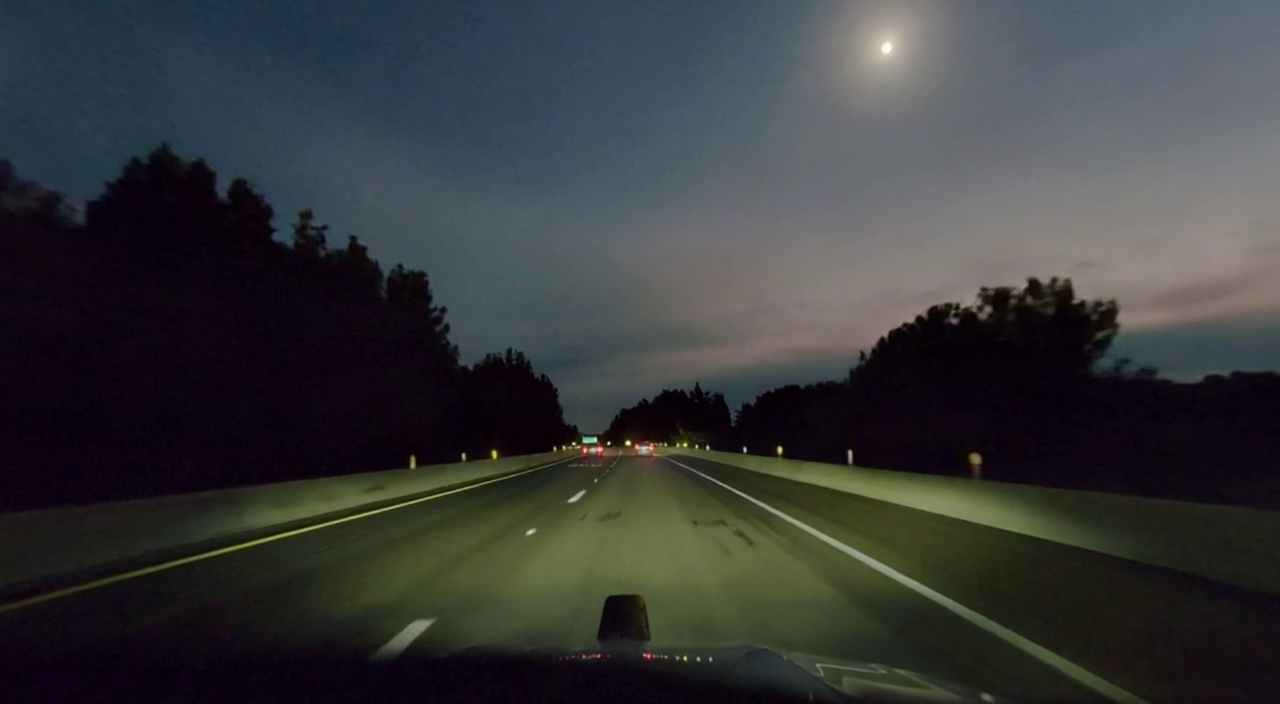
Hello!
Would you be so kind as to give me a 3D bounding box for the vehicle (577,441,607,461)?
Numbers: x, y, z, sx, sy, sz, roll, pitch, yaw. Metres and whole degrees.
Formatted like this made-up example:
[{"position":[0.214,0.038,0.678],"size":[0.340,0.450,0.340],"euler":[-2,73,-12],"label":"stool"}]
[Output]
[{"position":[-3.641,7.602,48.448],"size":[2.057,1.514,3.845],"euler":[0,-8,0],"label":"vehicle"}]
